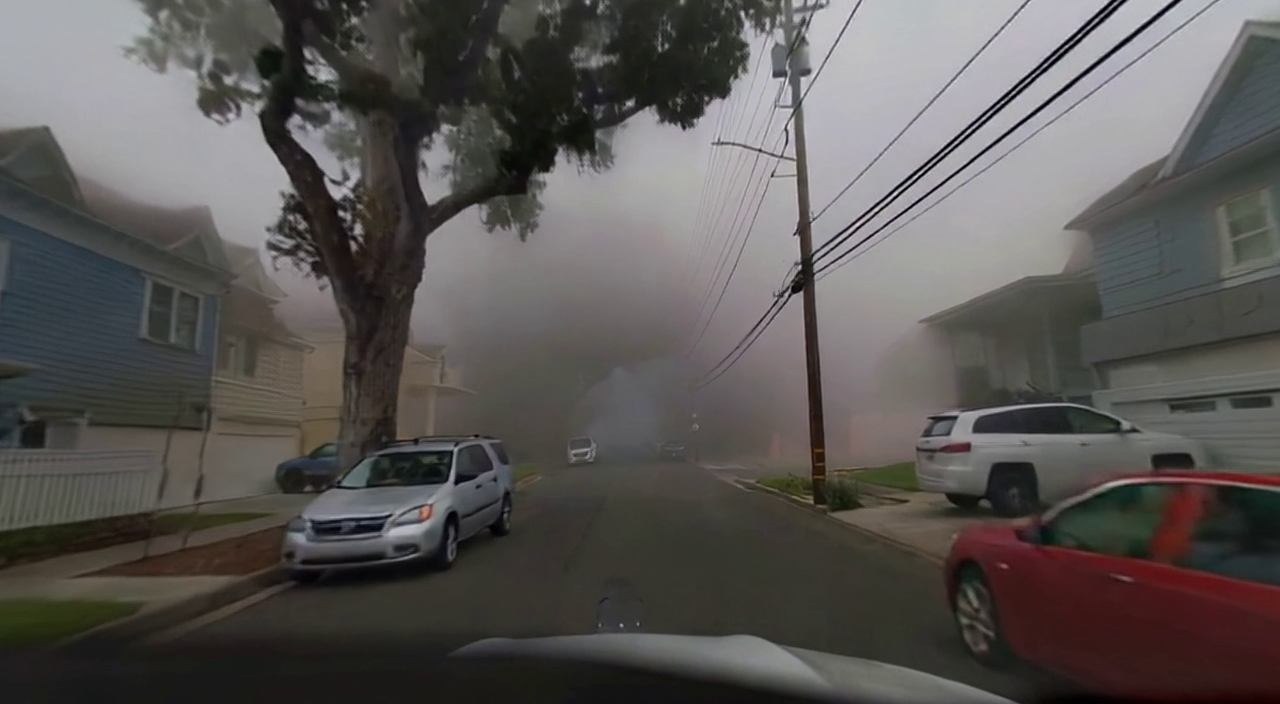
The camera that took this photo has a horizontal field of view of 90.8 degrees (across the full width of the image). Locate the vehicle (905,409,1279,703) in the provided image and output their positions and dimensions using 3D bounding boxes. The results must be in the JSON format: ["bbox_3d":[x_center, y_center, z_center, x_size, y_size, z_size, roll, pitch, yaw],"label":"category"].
[{"bbox_3d":[3.115,1.095,2.591,2.043,1.631,4.613,1,-7,0],"label":"vehicle"}]

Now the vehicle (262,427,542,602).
[{"bbox_3d":[-3.046,2.104,9.418,2.204,1.655,4.813,-7,-7,0],"label":"vehicle"}]

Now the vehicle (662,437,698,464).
[{"bbox_3d":[2.849,7.141,46.219,2.129,1.873,4.471,0,-7,-2],"label":"vehicle"}]

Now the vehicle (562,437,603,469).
[{"bbox_3d":[-3.506,6.210,39.144,2.082,1.759,4.541,-2,-7,0],"label":"vehicle"}]
